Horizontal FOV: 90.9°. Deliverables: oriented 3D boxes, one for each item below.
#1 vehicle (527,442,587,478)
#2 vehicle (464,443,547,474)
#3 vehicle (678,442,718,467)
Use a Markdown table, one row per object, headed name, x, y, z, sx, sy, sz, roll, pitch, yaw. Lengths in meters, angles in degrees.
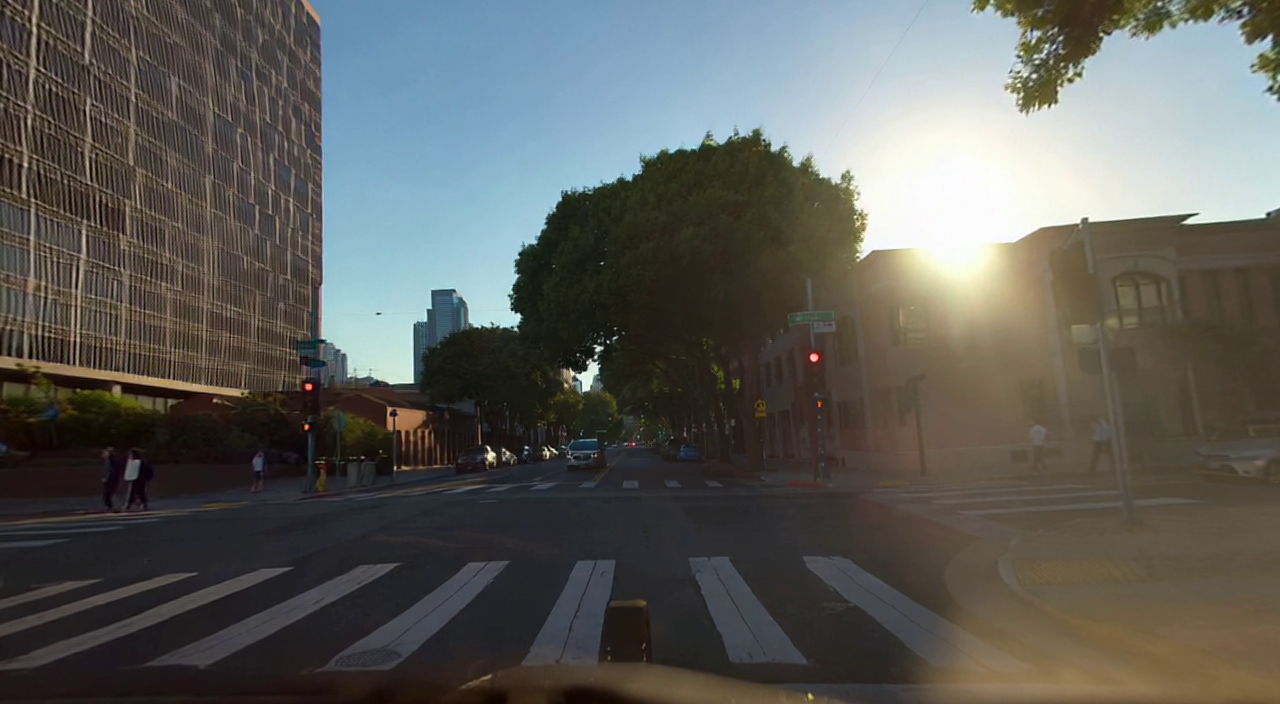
| name | x | y | z | sx | sy | sz | roll | pitch | yaw |
| --- | --- | --- | --- | --- | --- | --- | --- | --- | --- |
| vehicle | -3.667 | 4.830 | 28.568 | 1.989 | 1.481 | 4.500 | 0 | -8 | 1 |
| vehicle | -8.034 | 6.367 | 38.004 | 4.526 | 1.726 | 1.963 | 8 | -12 | -44 |
| vehicle | 3.532 | 6.280 | 38.868 | 1.853 | 1.426 | 4.160 | 1 | -8 | -3 |
